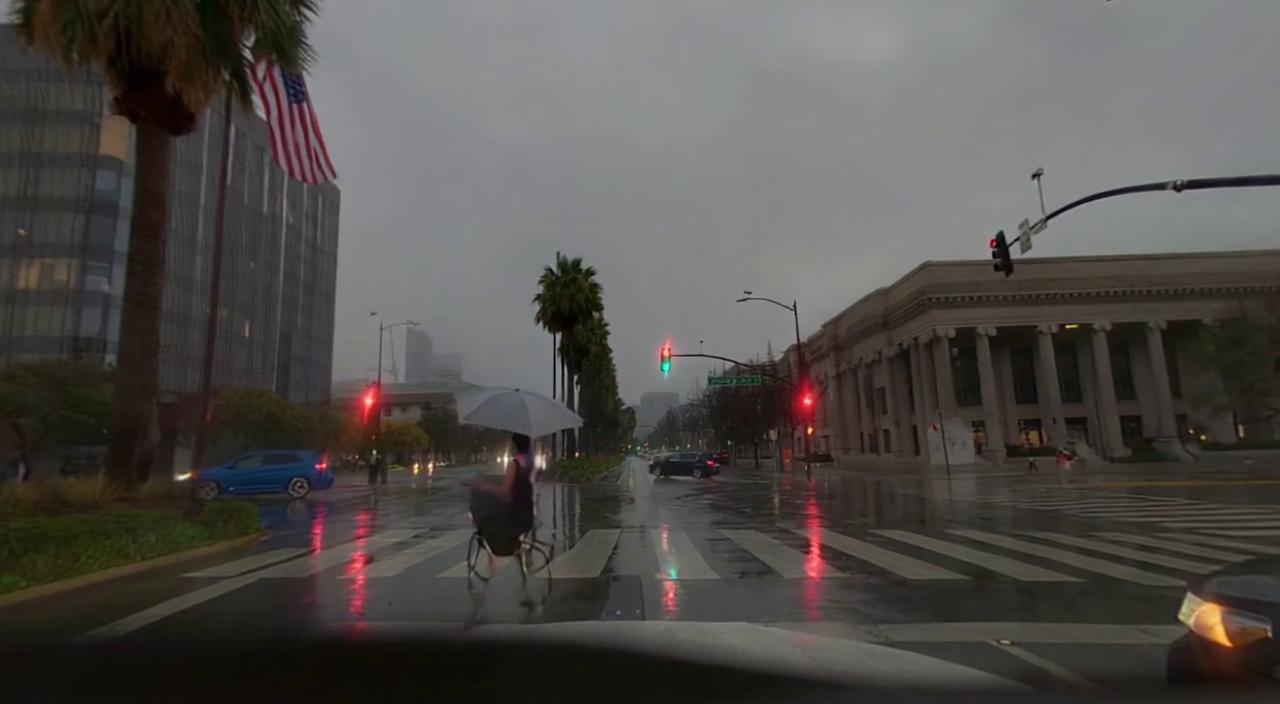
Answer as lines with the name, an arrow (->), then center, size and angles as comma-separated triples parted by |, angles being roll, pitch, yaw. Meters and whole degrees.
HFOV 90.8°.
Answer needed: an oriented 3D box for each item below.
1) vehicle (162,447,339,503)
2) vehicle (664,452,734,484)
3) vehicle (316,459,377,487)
vehicle -> -12.275, 3.872, 20.306 | 4.499, 1.594, 1.898 | 3, -9, -23
vehicle -> 2.999, 6.001, 33.047 | 2.000, 1.525, 4.273 | 3, -9, -19
vehicle -> -20.097, 8.262, 43.455 | 2.043, 1.745, 4.420 | 0, -8, 0
